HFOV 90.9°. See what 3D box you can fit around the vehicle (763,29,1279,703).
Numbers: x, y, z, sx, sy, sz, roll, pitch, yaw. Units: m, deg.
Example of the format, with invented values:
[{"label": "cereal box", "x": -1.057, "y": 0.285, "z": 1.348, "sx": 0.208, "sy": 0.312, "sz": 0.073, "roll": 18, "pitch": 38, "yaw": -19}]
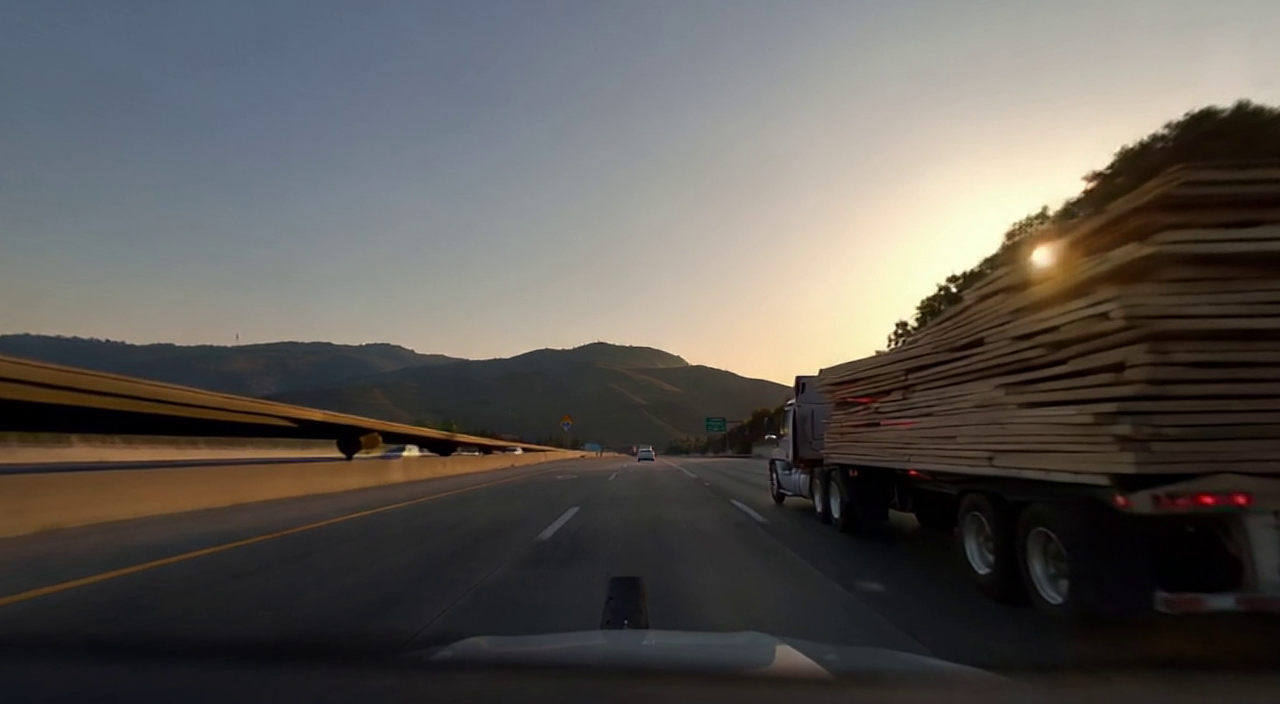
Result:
[{"label": "vehicle", "x": 4.170, "y": 1.029, "z": 7.527, "sx": 3.326, "sy": 3.089, "sz": 10.642, "roll": 0, "pitch": -9, "yaw": 0}]
